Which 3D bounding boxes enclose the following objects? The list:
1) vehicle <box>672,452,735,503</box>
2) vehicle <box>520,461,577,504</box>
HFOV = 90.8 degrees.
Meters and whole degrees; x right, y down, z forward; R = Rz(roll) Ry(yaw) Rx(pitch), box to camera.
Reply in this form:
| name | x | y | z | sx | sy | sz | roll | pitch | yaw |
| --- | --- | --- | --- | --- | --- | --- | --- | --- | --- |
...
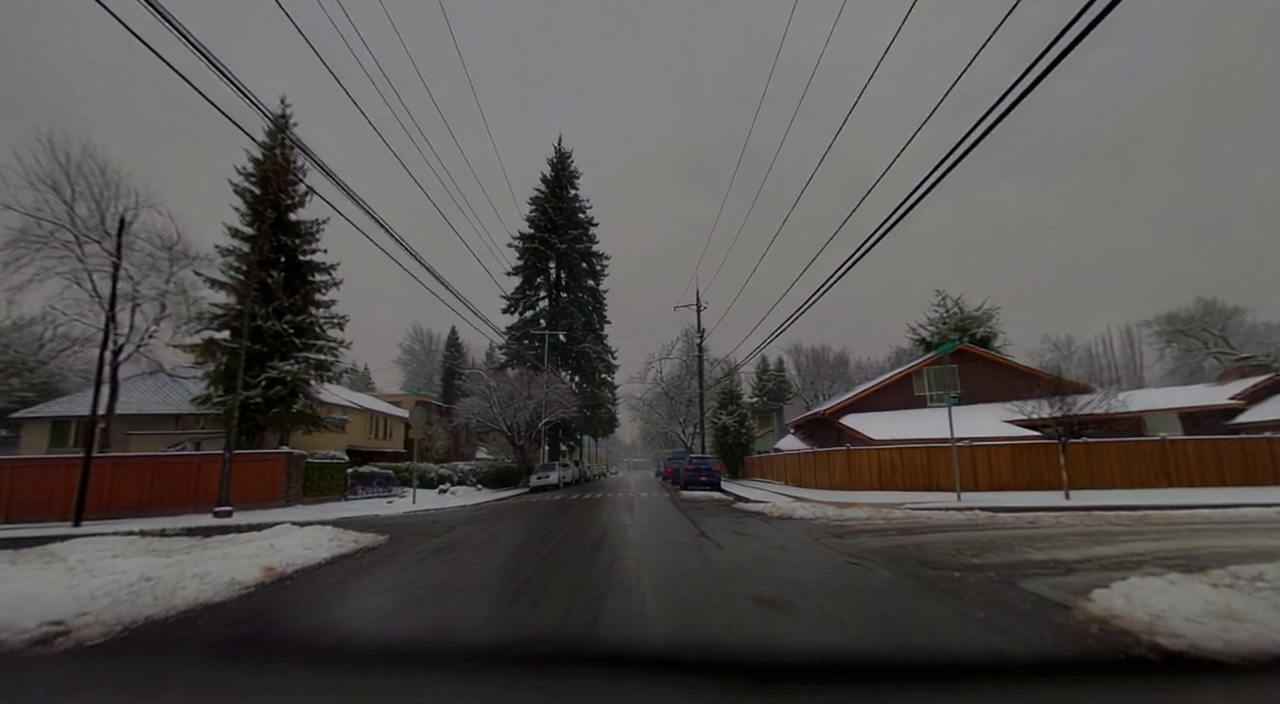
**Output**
| name | x | y | z | sx | sy | sz | roll | pitch | yaw |
| --- | --- | --- | --- | --- | --- | --- | --- | --- | --- |
| vehicle | 2.581 | 5.263 | 26.946 | 2.051 | 1.874 | 4.459 | 0 | -8 | -2 |
| vehicle | -4.304 | 6.226 | 30.451 | 2.189 | 1.771 | 4.571 | 0 | -9 | -1 |
